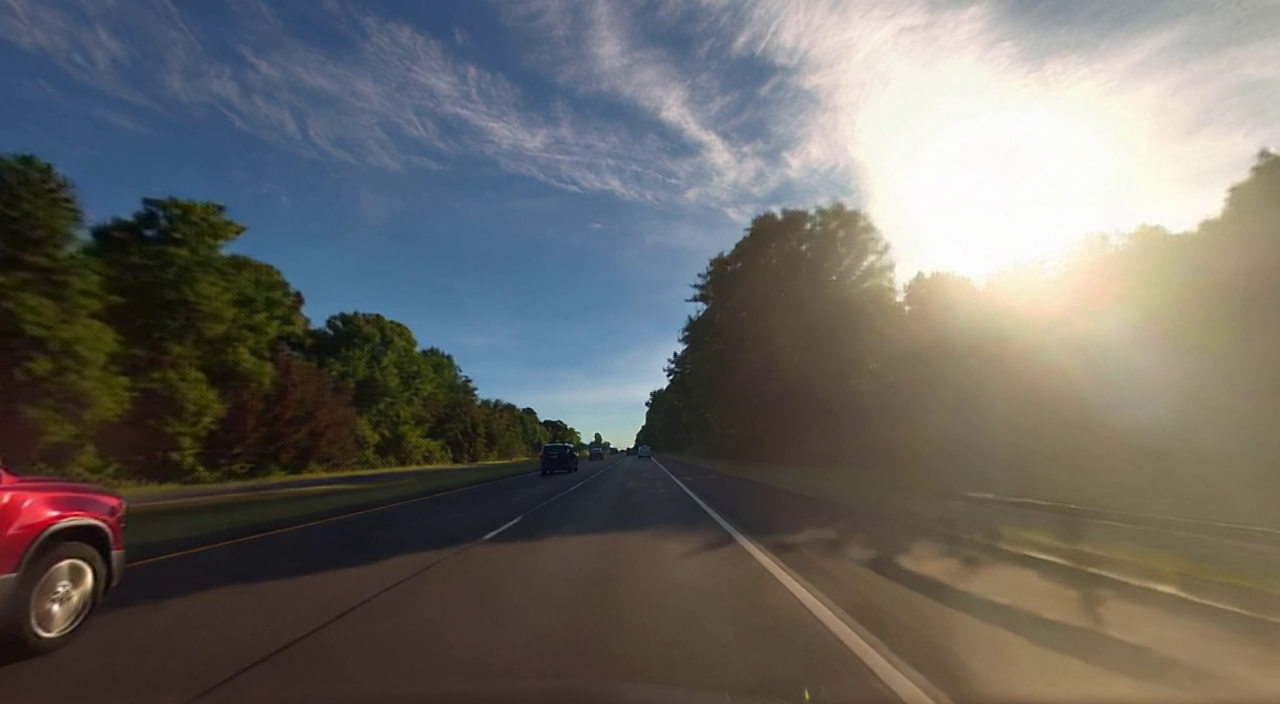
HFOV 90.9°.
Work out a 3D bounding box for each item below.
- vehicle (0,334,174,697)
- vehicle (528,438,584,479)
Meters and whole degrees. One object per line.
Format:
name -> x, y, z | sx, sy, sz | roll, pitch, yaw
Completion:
vehicle -> -4.515, 0.706, 2.223 | 2.102, 1.941, 4.703 | 0, -9, 0
vehicle -> -3.976, 5.135, 30.541 | 2.056, 1.811, 4.202 | -1, -9, 1
